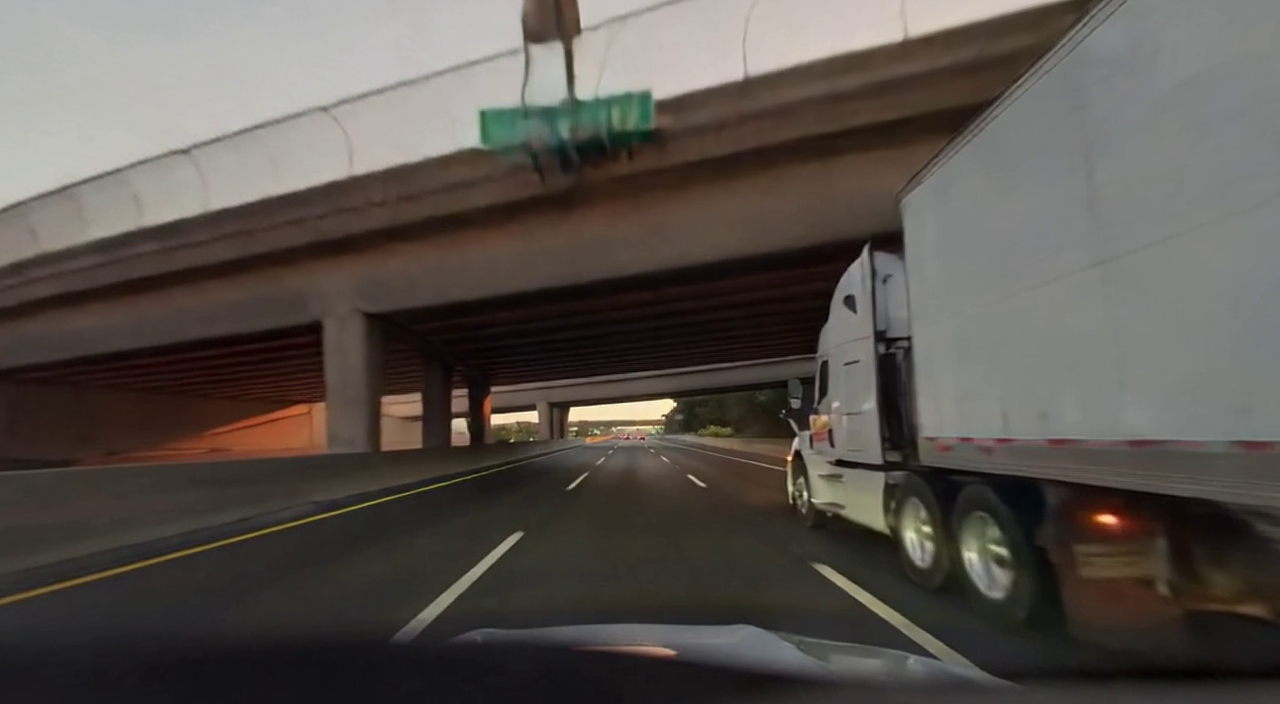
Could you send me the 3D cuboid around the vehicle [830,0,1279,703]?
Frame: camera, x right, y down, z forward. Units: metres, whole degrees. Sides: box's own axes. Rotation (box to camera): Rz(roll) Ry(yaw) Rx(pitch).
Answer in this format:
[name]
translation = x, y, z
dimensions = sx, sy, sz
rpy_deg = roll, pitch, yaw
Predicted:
[vehicle]
translation = 4.059, -0.531, 0.832
dimensions = 2.920, 4.029, 13.900
rpy_deg = 0, -8, -2
